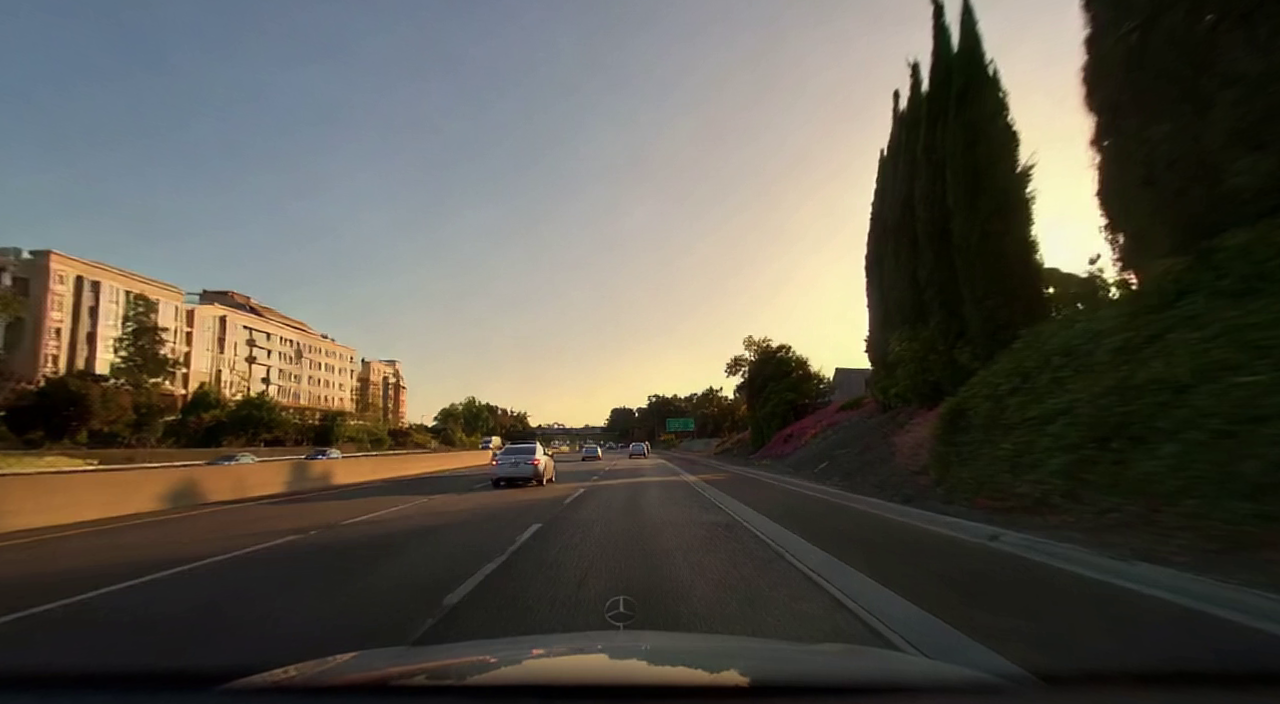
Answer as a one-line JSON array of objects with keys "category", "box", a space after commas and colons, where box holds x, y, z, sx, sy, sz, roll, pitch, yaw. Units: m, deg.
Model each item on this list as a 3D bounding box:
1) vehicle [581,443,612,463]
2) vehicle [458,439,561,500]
[{"category": "vehicle", "box": [-3.287, 7.772, 48.681, 2.086, 1.460, 4.301, 0, -9, 0]}, {"category": "vehicle", "box": [-3.413, 3.146, 17.360, 1.920, 1.463, 4.134, 0, -9, 0]}]
